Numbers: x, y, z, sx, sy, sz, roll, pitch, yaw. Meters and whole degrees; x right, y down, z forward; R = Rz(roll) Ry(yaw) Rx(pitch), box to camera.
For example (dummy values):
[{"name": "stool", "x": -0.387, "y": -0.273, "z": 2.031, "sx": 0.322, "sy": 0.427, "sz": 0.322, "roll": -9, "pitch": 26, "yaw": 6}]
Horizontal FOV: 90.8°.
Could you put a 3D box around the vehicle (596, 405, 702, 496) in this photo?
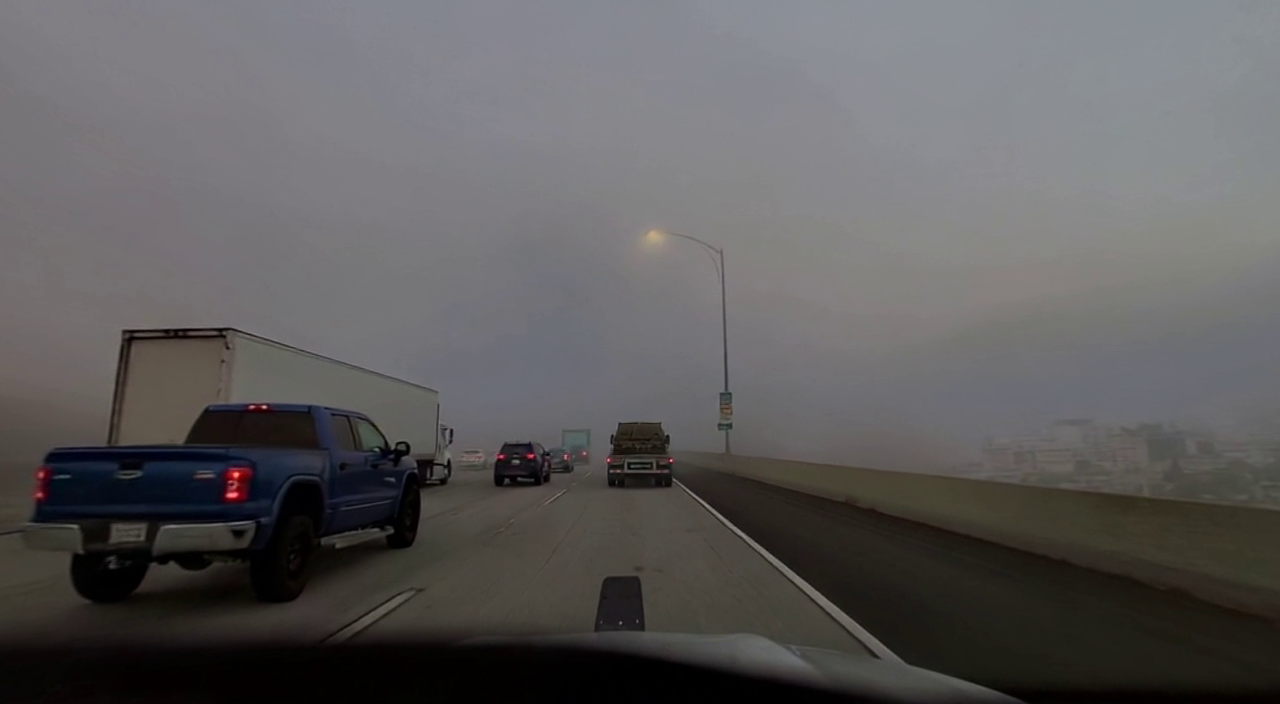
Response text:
[{"name": "vehicle", "x": 0.126, "y": 3.295, "z": 21.302, "sx": 2.886, "sy": 2.471, "sz": 7.692, "roll": 0, "pitch": -9, "yaw": -2}]

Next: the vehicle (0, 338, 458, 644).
[{"name": "vehicle", "x": -4.160, "y": 1.306, "z": 6.973, "sx": 2.575, "sy": 1.958, "sz": 5.730, "roll": 0, "pitch": -9, "yaw": 0}]

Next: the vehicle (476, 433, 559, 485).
[{"name": "vehicle", "x": -4.744, "y": 4.224, "z": 25.312, "sx": 2.329, "sy": 1.859, "sz": 4.823, "roll": 0, "pitch": -9, "yaw": 0}]
